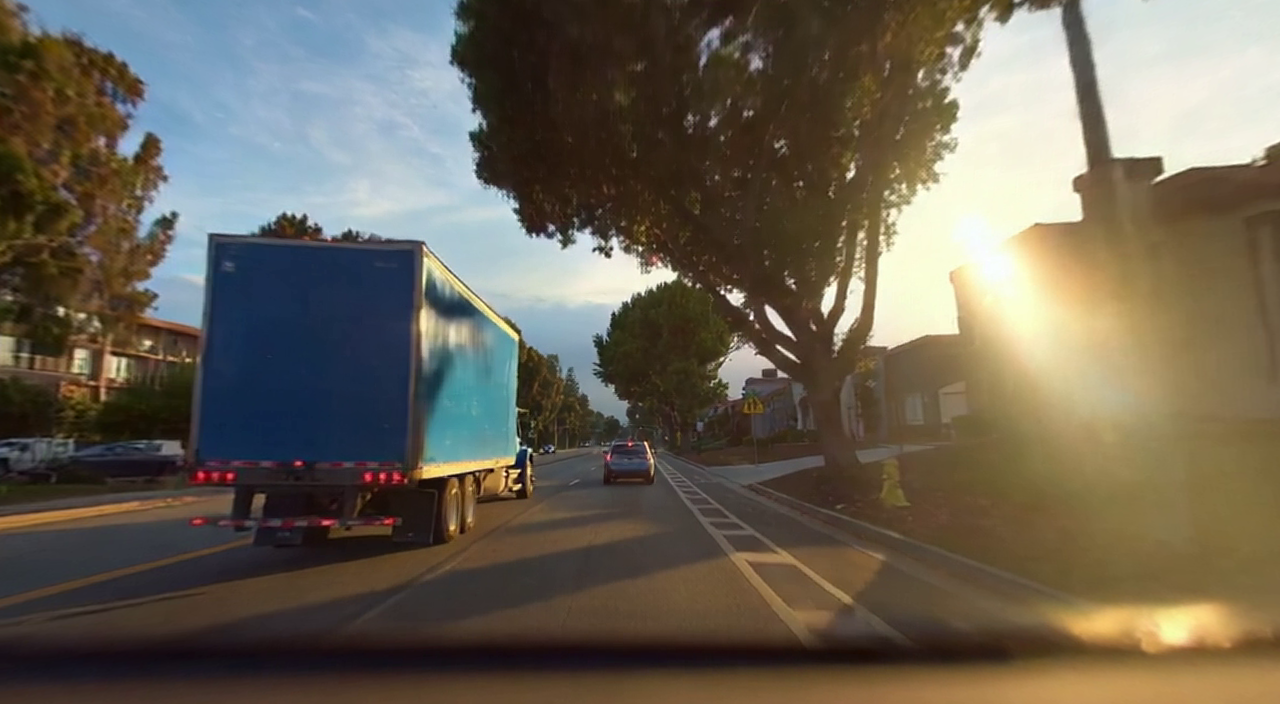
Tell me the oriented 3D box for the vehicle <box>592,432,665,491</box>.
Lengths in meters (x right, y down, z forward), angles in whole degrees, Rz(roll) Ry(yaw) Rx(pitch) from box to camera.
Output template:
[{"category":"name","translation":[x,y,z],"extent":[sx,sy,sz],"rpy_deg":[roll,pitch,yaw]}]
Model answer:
[{"category":"vehicle","translation":[-0.363,3.440,20.115],"extent":[2.094,1.682,3.866],"rpy_deg":[0,-9,-1]}]

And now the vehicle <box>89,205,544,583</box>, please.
[{"category":"vehicle","translation":[-4.022,1.123,11.689],"extent":[2.996,3.902,10.410],"rpy_deg":[0,-9,-1]}]
